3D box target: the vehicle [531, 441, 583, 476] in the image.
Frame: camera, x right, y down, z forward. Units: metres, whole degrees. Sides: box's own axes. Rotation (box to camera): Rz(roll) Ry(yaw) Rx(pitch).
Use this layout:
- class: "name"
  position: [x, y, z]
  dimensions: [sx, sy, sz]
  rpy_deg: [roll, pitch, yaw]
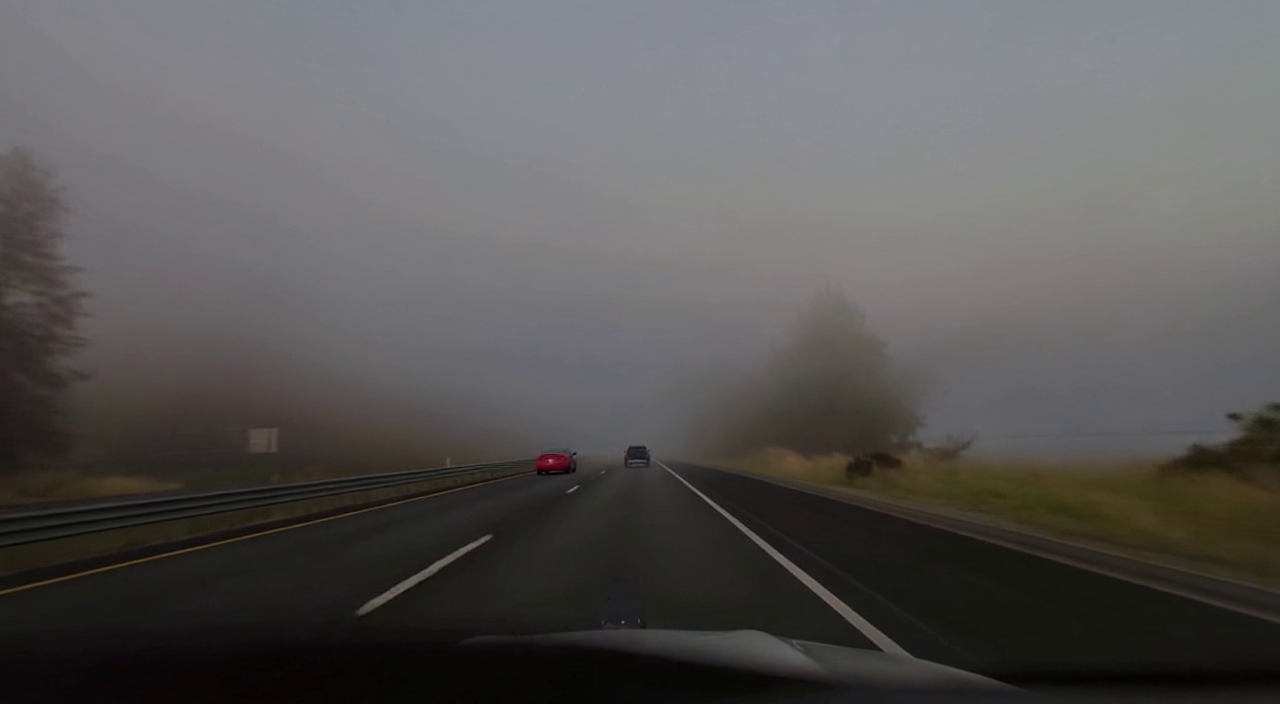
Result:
- class: "vehicle"
  position: [-4.261, 5.571, 33.108]
  dimensions: [2.113, 1.656, 4.215]
  rpy_deg: [0, -9, 0]

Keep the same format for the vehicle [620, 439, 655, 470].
- class: "vehicle"
  position: [-0.149, 6.461, 39.767]
  dimensions: [2.126, 1.786, 3.958]
  rpy_deg: [0, -9, 0]
